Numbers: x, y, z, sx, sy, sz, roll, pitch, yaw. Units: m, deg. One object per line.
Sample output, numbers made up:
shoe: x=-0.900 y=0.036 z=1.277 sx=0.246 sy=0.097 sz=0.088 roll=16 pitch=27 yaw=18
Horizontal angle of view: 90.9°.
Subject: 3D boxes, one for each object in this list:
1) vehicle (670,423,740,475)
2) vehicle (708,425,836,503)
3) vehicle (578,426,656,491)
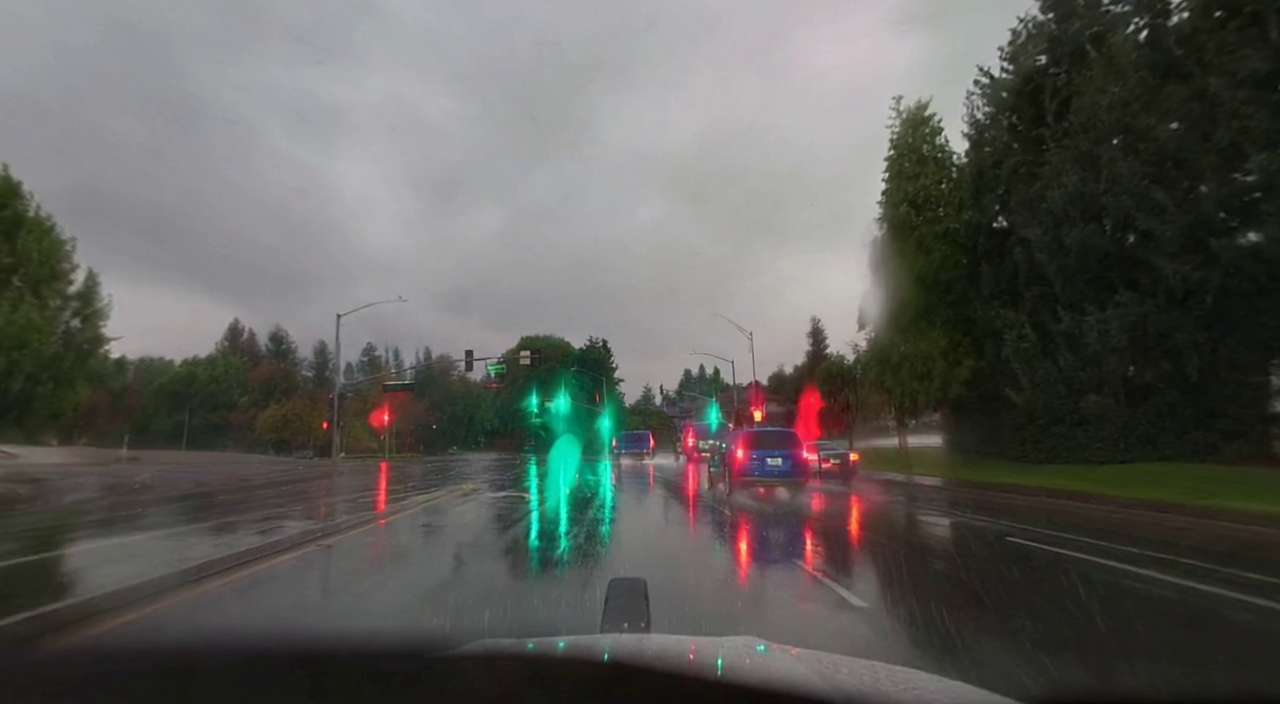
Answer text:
vehicle: x=2.973 y=4.577 z=30.020 sx=2.578 sy=2.251 sz=4.782 roll=0 pitch=-8 yaw=-3
vehicle: x=3.135 y=2.775 z=16.053 sx=2.024 sy=1.686 sz=4.588 roll=0 pitch=-8 yaw=-3
vehicle: x=-0.865 y=3.356 z=20.230 sx=2.185 sy=1.822 sz=4.583 roll=1 pitch=-8 yaw=-6
